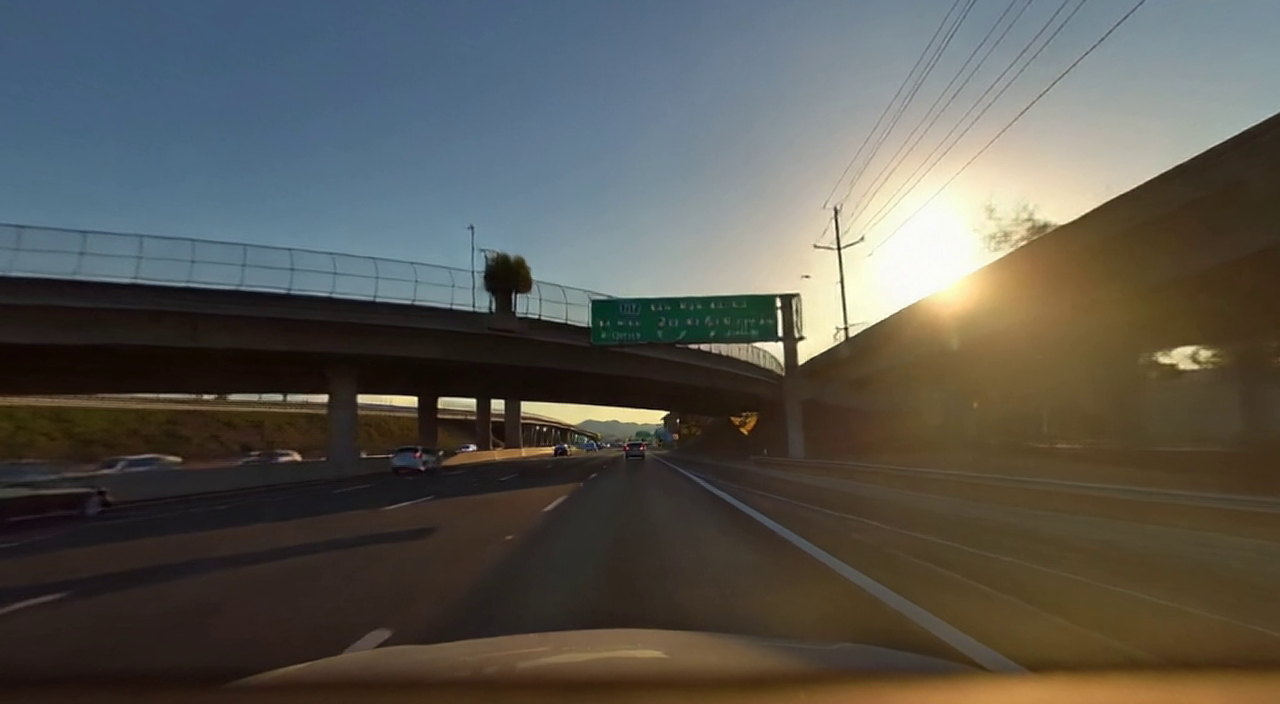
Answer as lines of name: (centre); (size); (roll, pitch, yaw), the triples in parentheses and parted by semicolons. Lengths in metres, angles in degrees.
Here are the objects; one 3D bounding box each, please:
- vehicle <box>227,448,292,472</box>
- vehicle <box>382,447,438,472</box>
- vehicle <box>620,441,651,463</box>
vehicle: (-28.331, 8.052, 47.319); (1.999, 1.620, 4.600); (0, -8, 0)
vehicle: (-14.865, 6.919, 41.100); (1.969, 1.486, 4.395); (0, -8, 0)
vehicle: (-0.317, 7.191, 45.552); (2.086, 1.472, 4.168); (0, -8, -1)
